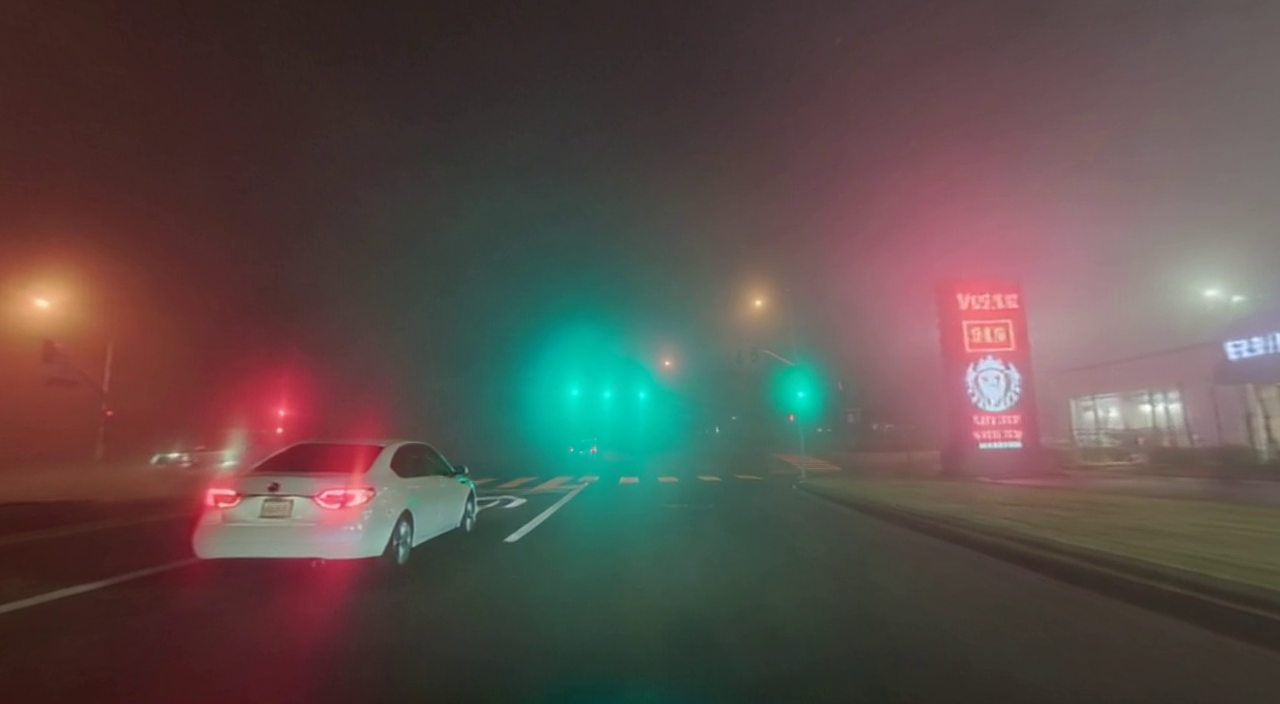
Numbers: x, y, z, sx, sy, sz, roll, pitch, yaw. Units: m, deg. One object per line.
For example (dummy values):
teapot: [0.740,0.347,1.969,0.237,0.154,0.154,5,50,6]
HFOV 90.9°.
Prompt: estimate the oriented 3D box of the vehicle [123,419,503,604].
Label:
vehicle: [-3.128,1.609,7.349,2.018,1.477,4.401,0,-8,1]

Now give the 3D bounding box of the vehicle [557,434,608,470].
vehicle: [-2.882,5.127,32.518,2.109,1.692,4.220,0,-8,1]
